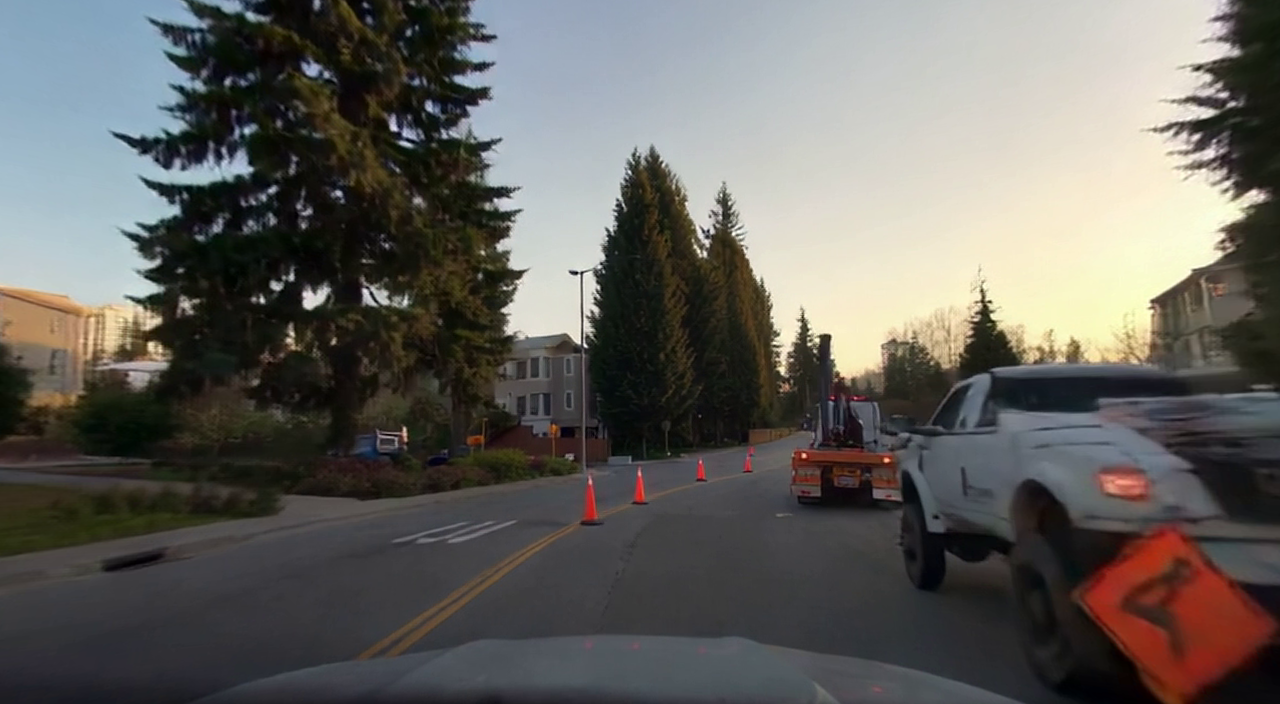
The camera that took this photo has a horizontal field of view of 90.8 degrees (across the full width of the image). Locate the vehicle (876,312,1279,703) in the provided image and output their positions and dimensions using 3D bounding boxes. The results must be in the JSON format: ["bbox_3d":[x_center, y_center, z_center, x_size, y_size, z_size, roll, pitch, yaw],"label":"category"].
[{"bbox_3d":[3.418,1.070,5.109,1.913,2.241,3.024,-1,-7,3],"label":"vehicle"}]

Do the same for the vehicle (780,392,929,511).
[{"bbox_3d":[5.957,2.647,17.595,3.098,2.601,6.758,-3,-8,19],"label":"vehicle"}]

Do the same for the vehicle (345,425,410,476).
[{"bbox_3d":[-13.536,5.079,32.748,2.665,2.465,1.532,4,-8,-12],"label":"vehicle"}]
